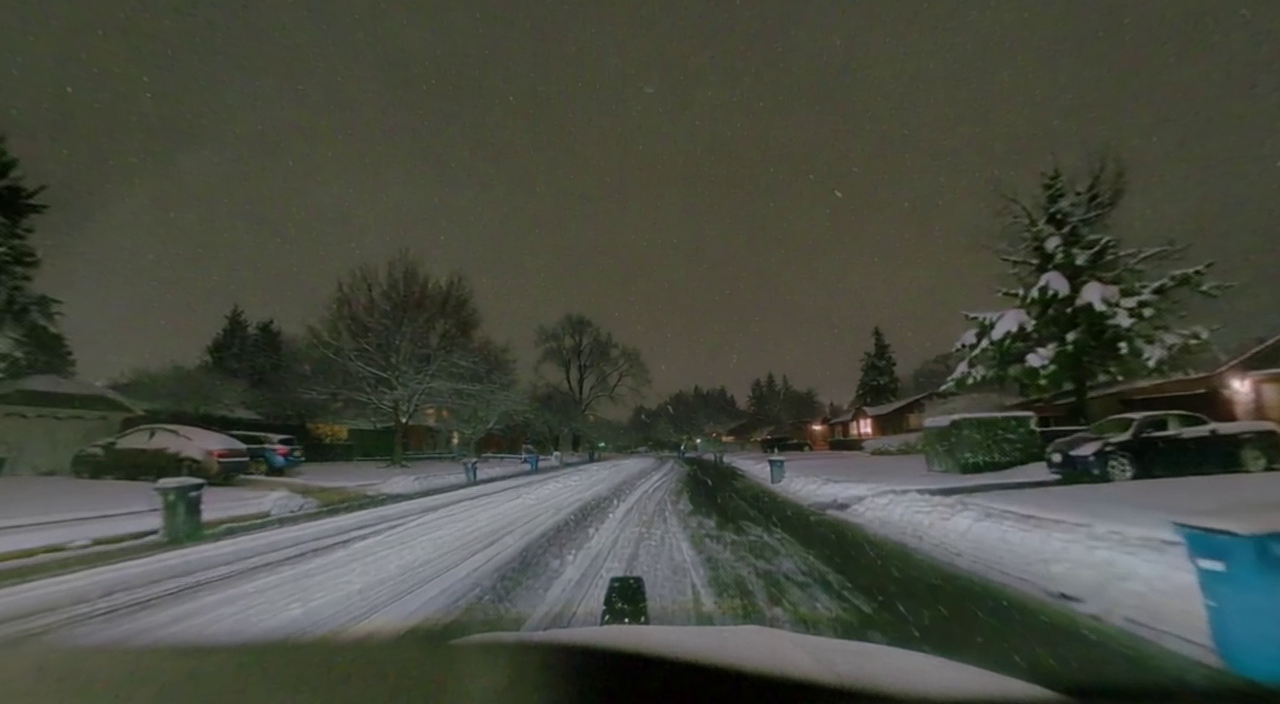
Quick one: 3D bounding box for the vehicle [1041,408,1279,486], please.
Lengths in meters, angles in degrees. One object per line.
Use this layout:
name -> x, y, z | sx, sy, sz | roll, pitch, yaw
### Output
vehicle -> 11.459, 2.020, 13.532 | 4.254, 1.538, 2.020 | 0, -8, 2

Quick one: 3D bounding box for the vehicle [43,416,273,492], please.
vehicle -> -13.227, 2.824, 17.560 | 4.587, 1.786, 2.127 | 2, -9, 2
